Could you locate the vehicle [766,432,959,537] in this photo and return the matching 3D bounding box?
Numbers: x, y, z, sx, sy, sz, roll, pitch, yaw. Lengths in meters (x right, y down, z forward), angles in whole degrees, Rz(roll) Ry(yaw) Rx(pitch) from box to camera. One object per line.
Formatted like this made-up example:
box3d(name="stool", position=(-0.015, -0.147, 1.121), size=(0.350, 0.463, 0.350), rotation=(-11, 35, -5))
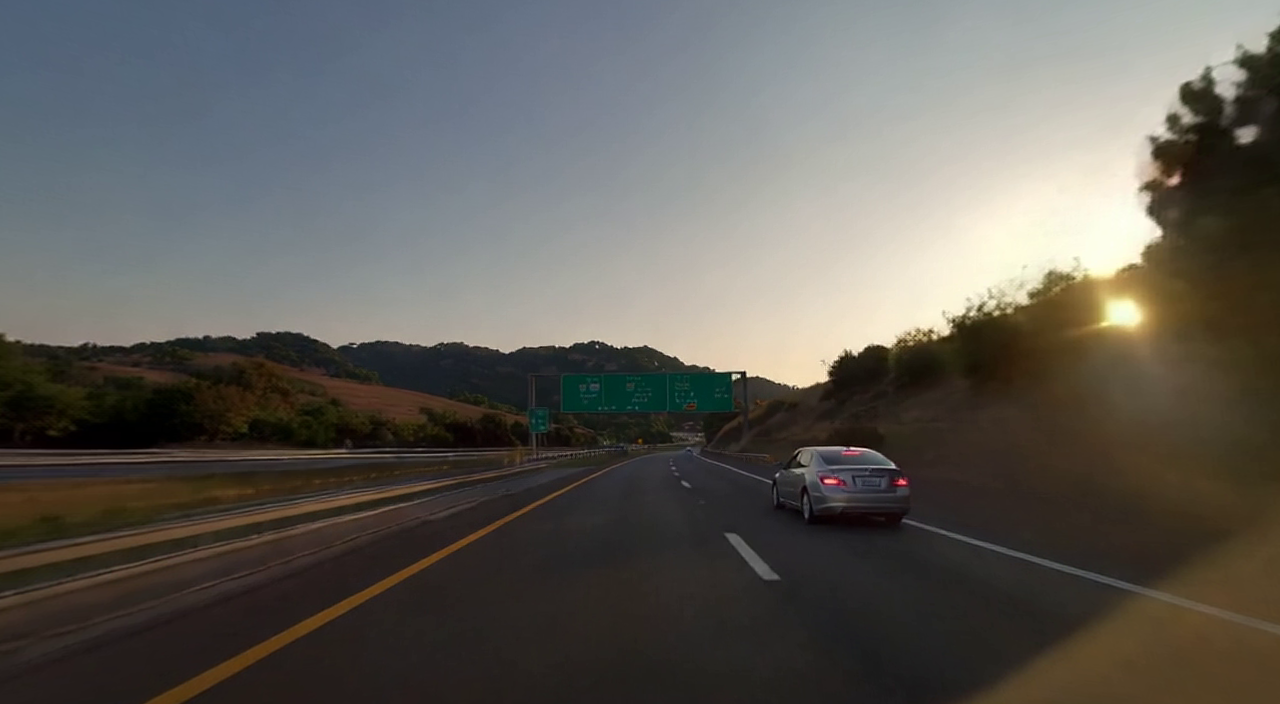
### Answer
box3d(name="vehicle", position=(3.658, 2.238, 11.277), size=(1.997, 1.515, 4.025), rotation=(0, -8, 0))
